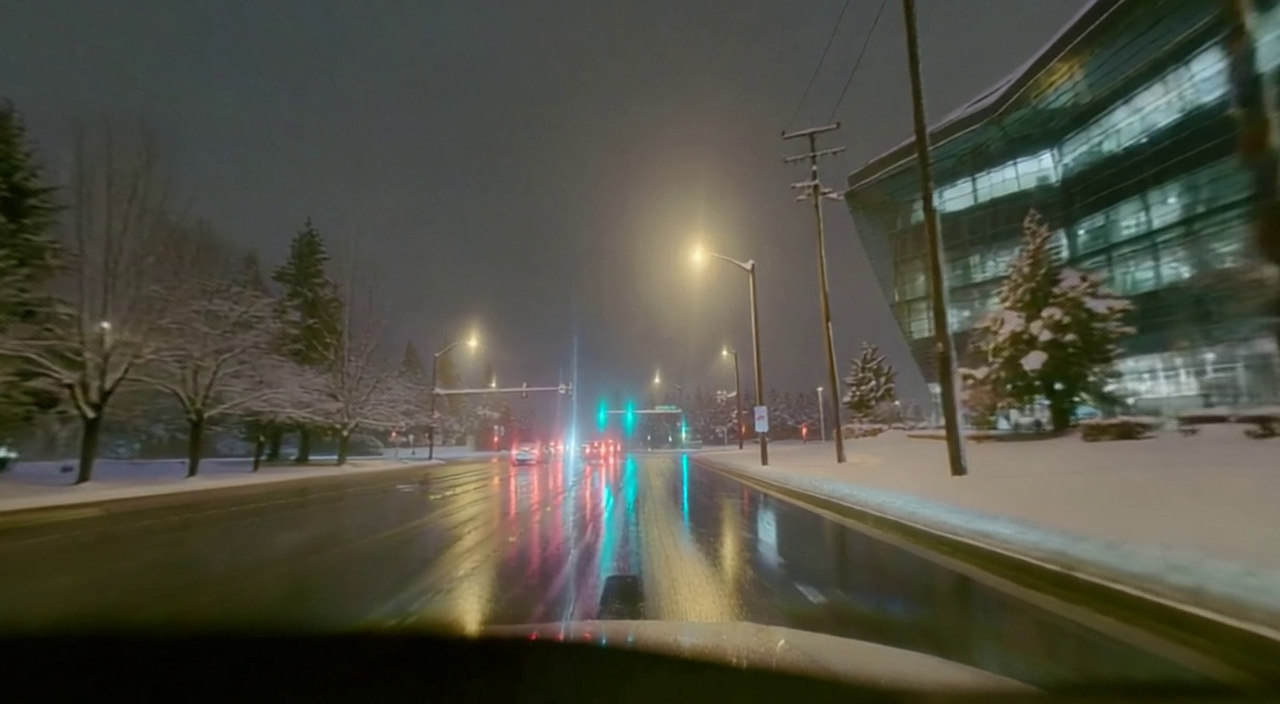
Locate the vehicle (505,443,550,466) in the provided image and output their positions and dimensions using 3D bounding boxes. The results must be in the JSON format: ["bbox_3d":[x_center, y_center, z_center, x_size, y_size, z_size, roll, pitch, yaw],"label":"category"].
[{"bbox_3d":[-7.515,6.903,42.445,2.030,1.440,4.464,0,-8,2],"label":"vehicle"}]

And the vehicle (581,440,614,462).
[{"bbox_3d":[-3.192,7.513,47.807,2.043,1.636,4.320,0,-8,2],"label":"vehicle"}]
